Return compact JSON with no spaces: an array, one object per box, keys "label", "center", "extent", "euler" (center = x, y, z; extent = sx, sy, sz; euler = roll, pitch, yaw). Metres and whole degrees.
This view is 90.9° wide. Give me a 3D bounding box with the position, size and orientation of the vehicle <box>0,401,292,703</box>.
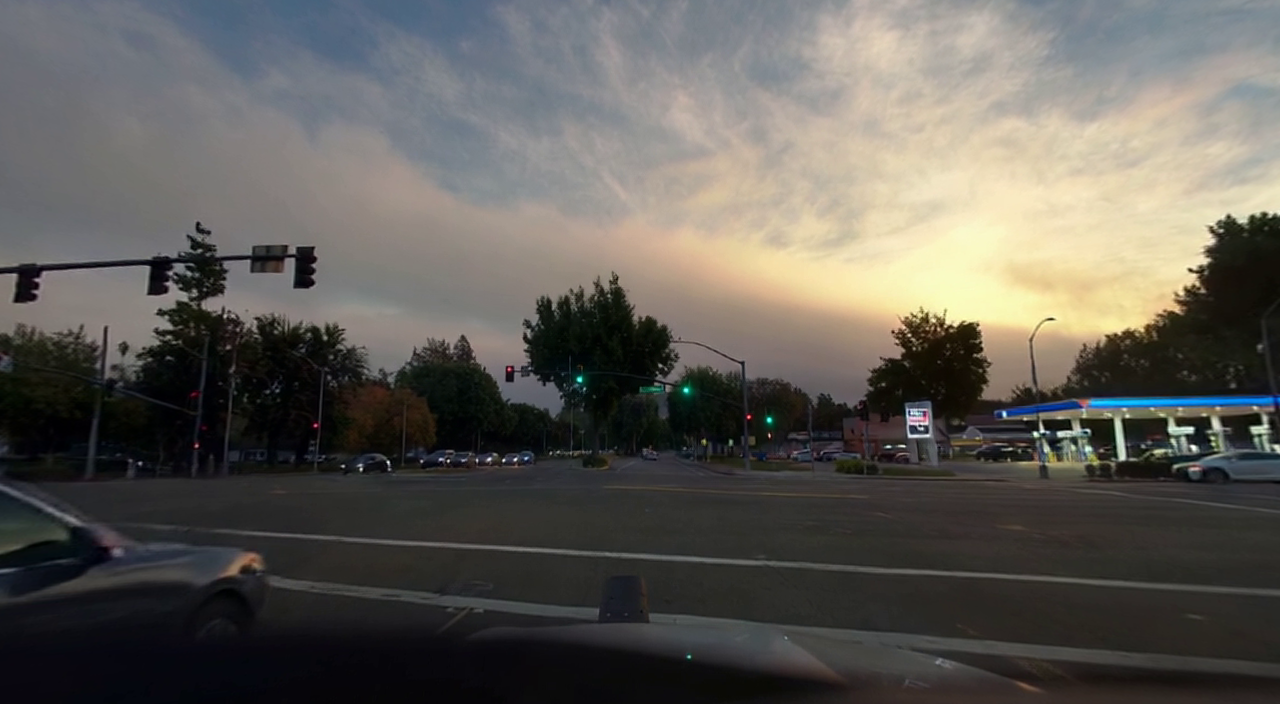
[{"label":"vehicle","center":[-3.032,0.795,1.235],"extent":[2.041,1.483,4.533],"euler":[0,-9,1]}]
